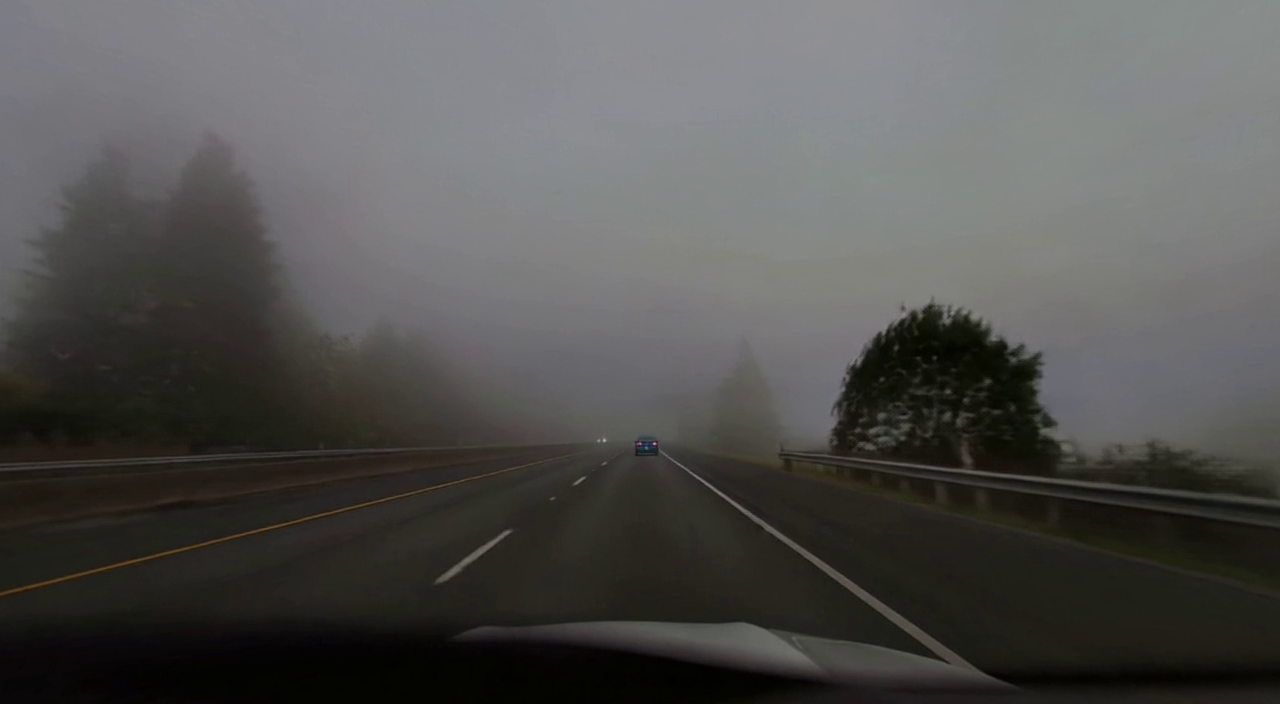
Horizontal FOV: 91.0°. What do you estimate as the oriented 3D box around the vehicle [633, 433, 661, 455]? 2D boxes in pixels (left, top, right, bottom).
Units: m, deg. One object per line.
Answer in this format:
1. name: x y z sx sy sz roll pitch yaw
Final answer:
1. vehicle: 0.542 7.216 49.428 2.058 1.649 3.942 0 -8 0
